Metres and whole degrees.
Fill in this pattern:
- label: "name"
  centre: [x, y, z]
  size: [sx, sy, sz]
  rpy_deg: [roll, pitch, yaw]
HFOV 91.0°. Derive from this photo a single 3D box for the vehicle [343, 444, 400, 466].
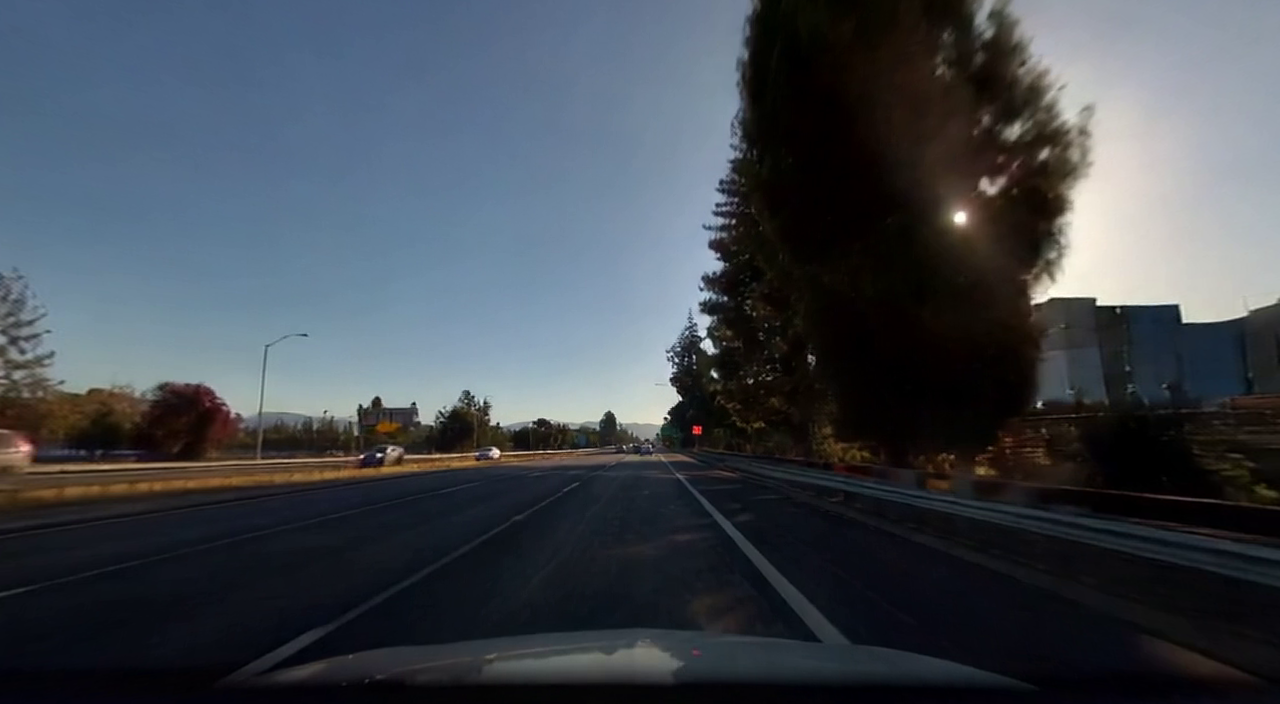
- label: "vehicle"
  centre: [-19.298, 7.426, 45.477]
  size: [1.982, 1.495, 4.441]
  rpy_deg: [0, -9, 2]
